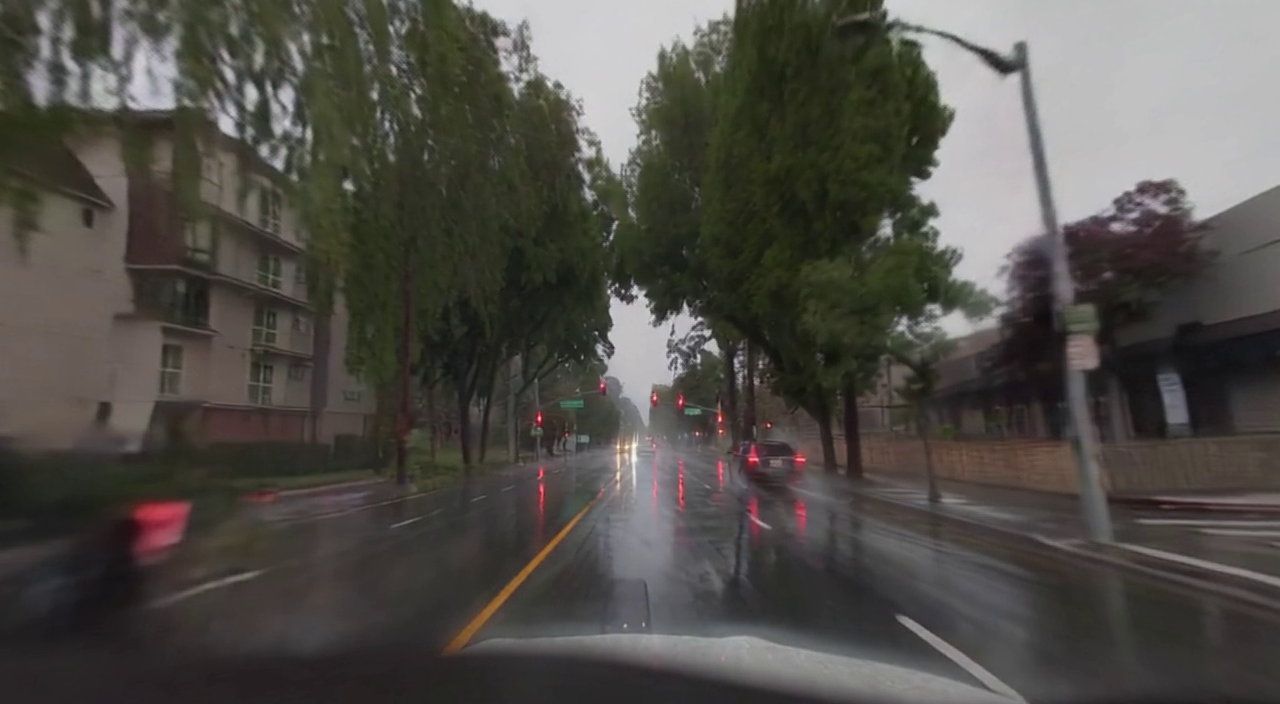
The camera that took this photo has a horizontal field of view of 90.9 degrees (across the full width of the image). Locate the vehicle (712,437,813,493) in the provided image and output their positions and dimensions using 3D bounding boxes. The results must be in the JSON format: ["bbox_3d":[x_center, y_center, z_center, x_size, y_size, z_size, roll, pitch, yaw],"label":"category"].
[{"bbox_3d":[3.572,3.393,19.353,2.072,1.471,4.834,0,-9,-1],"label":"vehicle"}]

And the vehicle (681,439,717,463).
[{"bbox_3d":[4.147,7.061,45.007,2.035,1.564,4.719,0,-9,0],"label":"vehicle"}]

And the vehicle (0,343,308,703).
[{"bbox_3d":[-3.049,0.746,1.423,2.109,1.681,4.417,0,-9,1],"label":"vehicle"}]
